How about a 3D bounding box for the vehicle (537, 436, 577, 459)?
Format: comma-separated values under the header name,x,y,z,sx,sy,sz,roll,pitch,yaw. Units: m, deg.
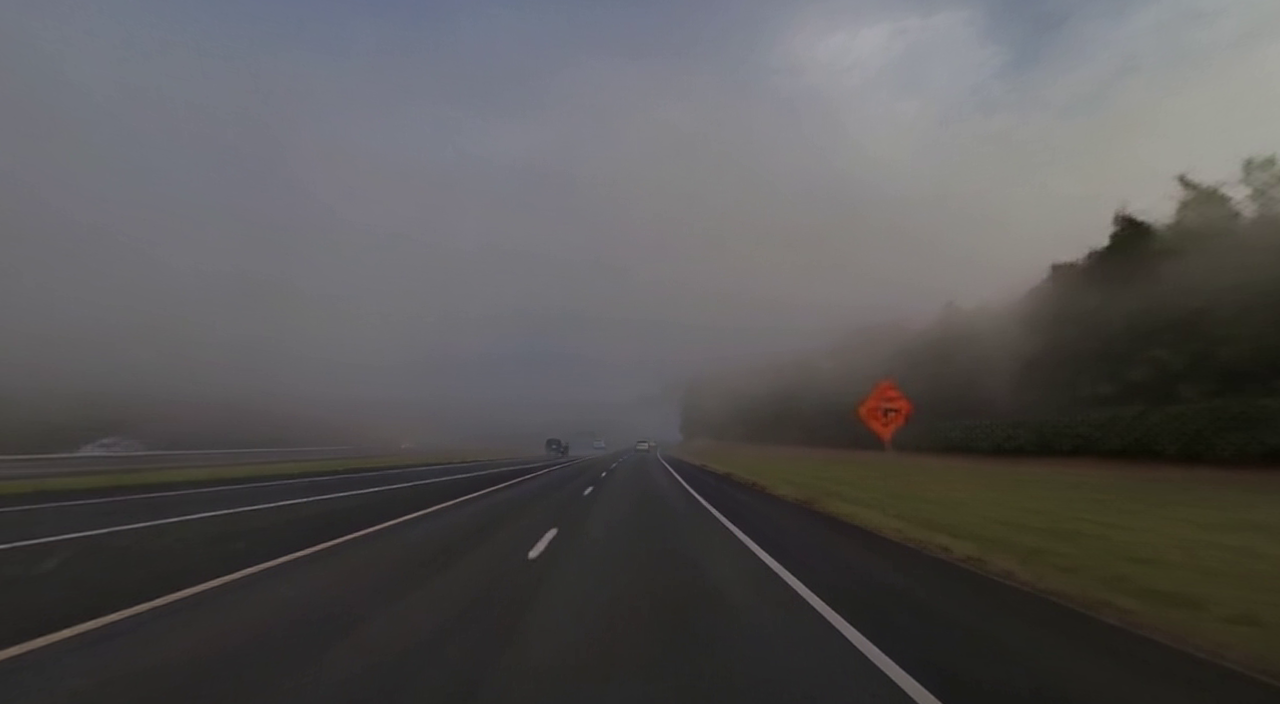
name,x,y,z,sx,sy,sz,roll,pitch,yaw
vehicle,-6.104,7.034,46.857,2.141,1.612,3.998,-1,-8,5
